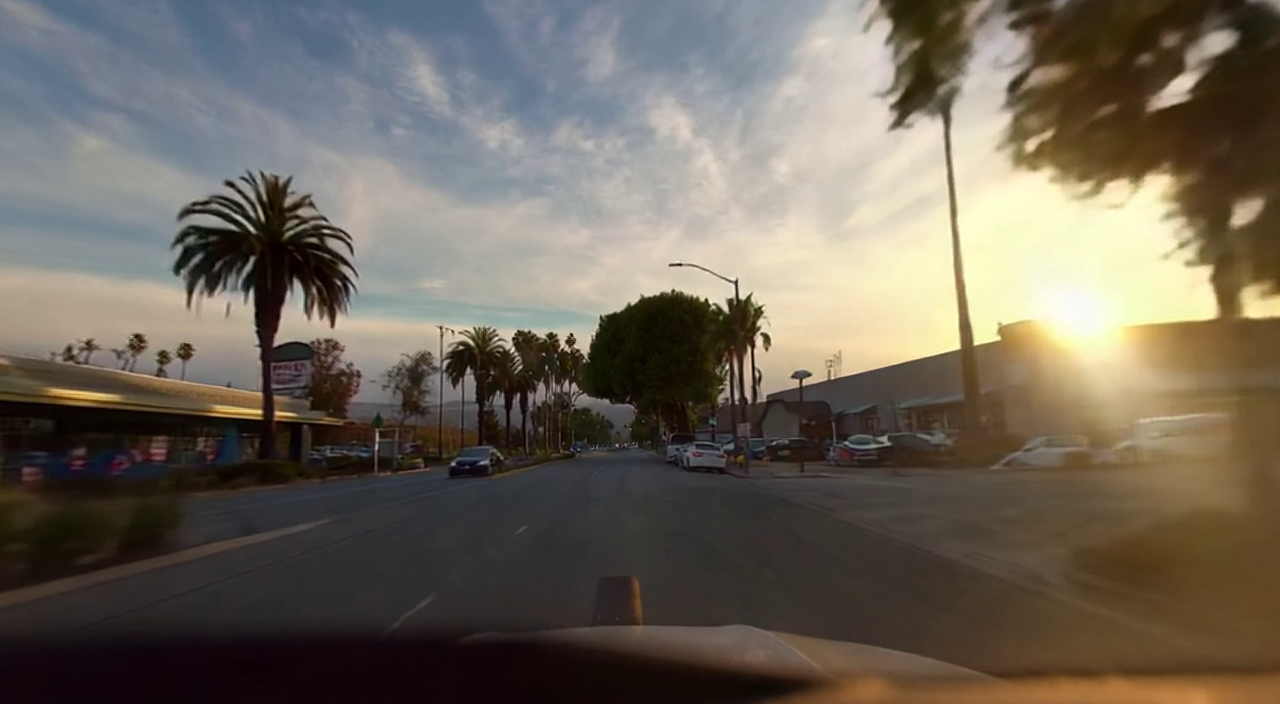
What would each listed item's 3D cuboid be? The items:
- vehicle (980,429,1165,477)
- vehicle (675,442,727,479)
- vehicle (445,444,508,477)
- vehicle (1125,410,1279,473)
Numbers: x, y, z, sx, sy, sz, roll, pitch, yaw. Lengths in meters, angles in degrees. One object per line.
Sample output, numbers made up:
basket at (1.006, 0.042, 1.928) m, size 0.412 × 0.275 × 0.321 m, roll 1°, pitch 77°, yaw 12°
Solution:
vehicle at (14.674, 3.462, 21.668) m, size 4.793 × 1.537 × 2.105 m, roll 0°, pitch -8°, yaw -1°
vehicle at (2.815, 5.136, 30.169) m, size 2.046 × 1.588 × 4.508 m, roll 0°, pitch -9°, yaw 0°
vehicle at (-7.862, 5.251, 30.739) m, size 1.923 × 1.485 × 4.186 m, roll 0°, pitch -9°, yaw 0°
vehicle at (20.263, 3.080, 21.720) m, size 5.214 × 2.017 × 2.220 m, roll 0°, pitch -8°, yaw 1°
